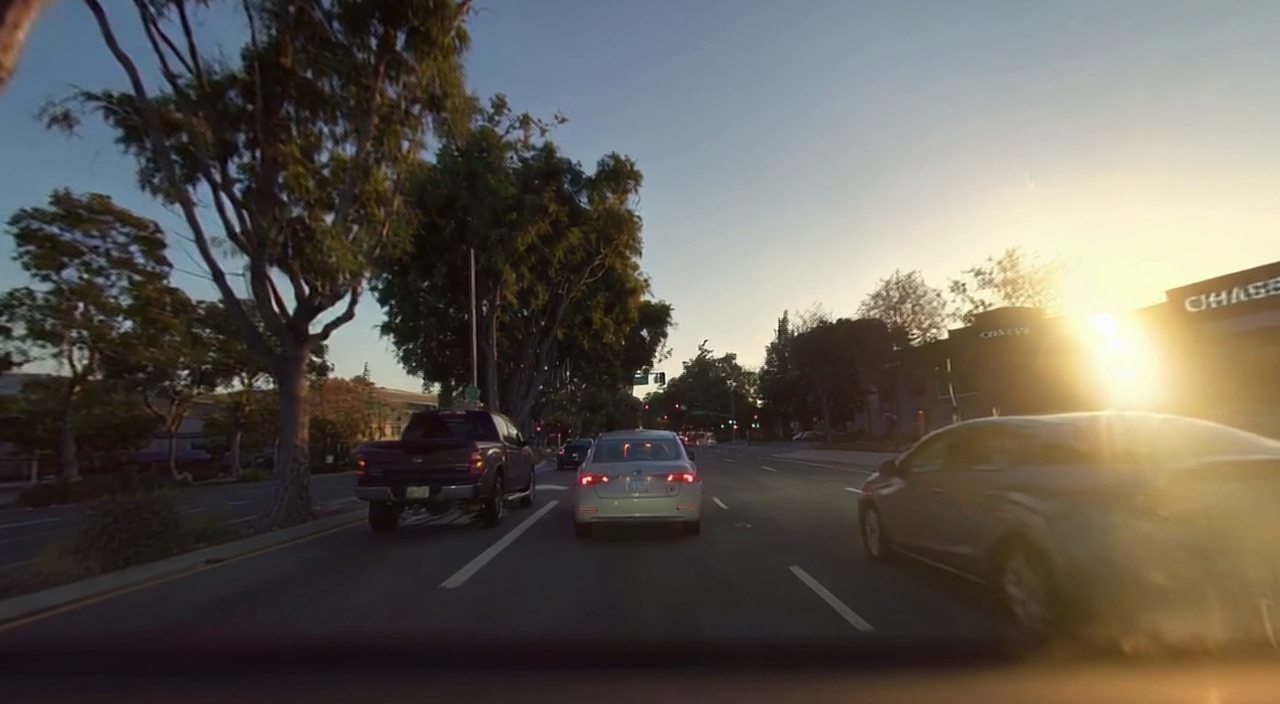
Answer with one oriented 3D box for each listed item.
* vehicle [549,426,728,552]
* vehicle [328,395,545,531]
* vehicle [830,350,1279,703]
[{"bbox_3d":[-0.071,1.932,9.569,2.126,1.475,3.967,0,-8,-2],"label":"vehicle"},{"bbox_3d":[-3.413,2.038,12.110,2.301,1.985,5.531,0,-8,0],"label":"vehicle"},{"bbox_3d":[3.337,1.165,5.001,2.092,1.658,4.814,0,-8,-1],"label":"vehicle"}]
